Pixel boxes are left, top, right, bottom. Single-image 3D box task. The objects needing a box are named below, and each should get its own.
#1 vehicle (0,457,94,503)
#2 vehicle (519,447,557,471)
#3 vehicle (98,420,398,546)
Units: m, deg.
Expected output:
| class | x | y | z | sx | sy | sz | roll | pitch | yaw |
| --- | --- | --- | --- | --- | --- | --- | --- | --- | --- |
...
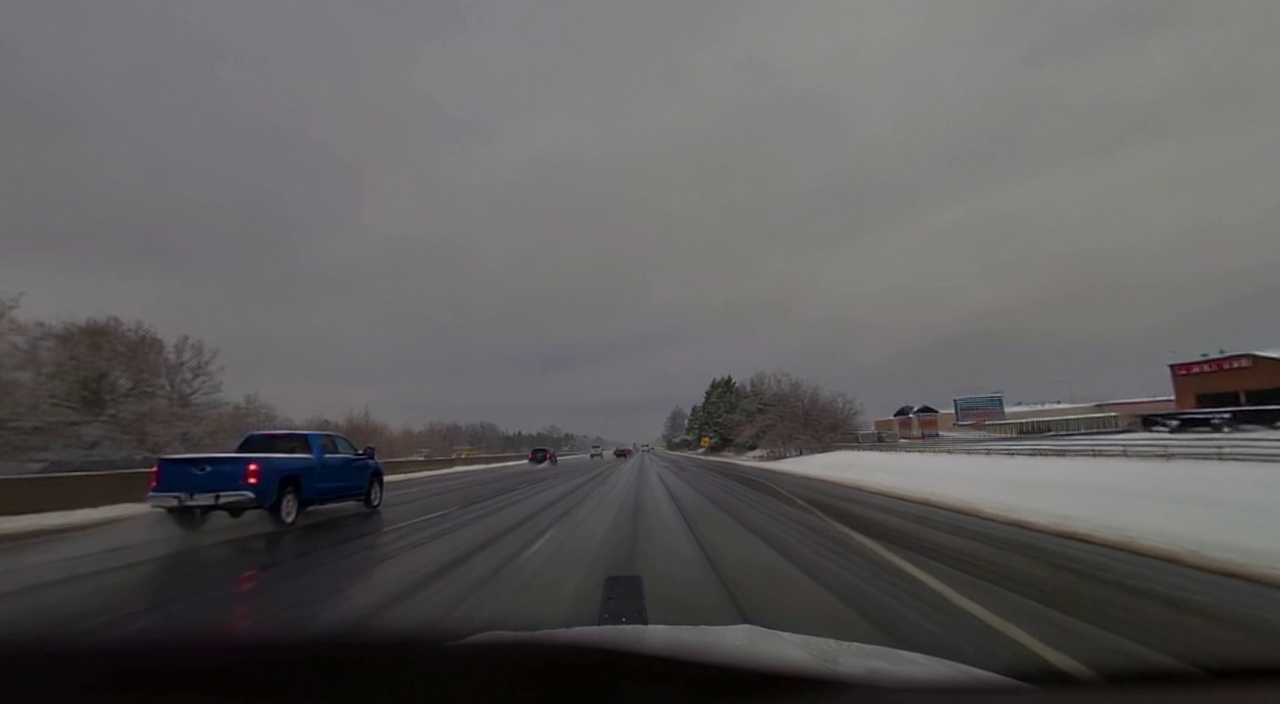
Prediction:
| class | x | y | z | sx | sy | sz | roll | pitch | yaw |
| --- | --- | --- | --- | --- | --- | --- | --- | --- | --- |
| vehicle | -25.236 | 5.181 | 25.841 | 1.961 | 1.629 | 4.138 | 0 | -8 | 0 |
| vehicle | -7.391 | 7.783 | 46.111 | 2.021 | 1.699 | 4.324 | 0 | -8 | 1 |
| vehicle | -7.139 | 2.442 | 12.668 | 2.156 | 1.911 | 5.956 | 0 | -8 | 1 |
